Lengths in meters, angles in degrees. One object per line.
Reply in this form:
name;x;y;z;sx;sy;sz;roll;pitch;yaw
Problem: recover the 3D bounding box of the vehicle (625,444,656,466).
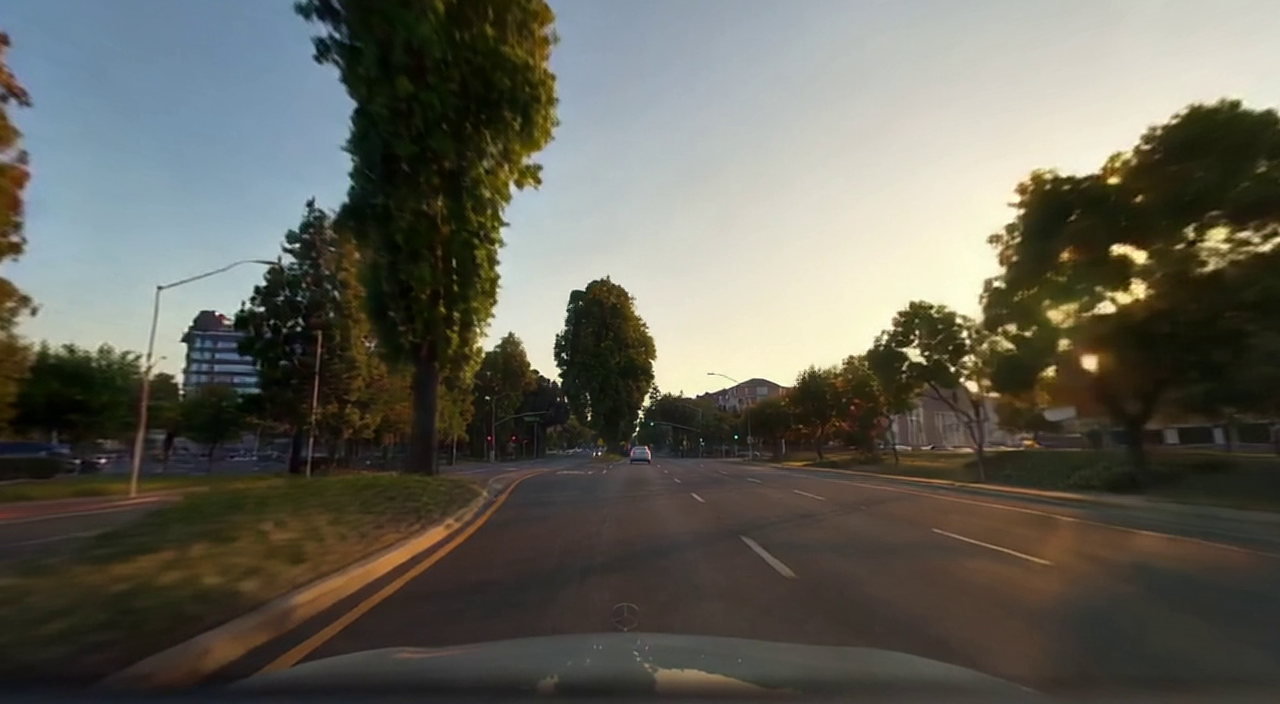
vehicle;0.062;7.314;44.716;2.064;1.477;3.968;0;-9;1
